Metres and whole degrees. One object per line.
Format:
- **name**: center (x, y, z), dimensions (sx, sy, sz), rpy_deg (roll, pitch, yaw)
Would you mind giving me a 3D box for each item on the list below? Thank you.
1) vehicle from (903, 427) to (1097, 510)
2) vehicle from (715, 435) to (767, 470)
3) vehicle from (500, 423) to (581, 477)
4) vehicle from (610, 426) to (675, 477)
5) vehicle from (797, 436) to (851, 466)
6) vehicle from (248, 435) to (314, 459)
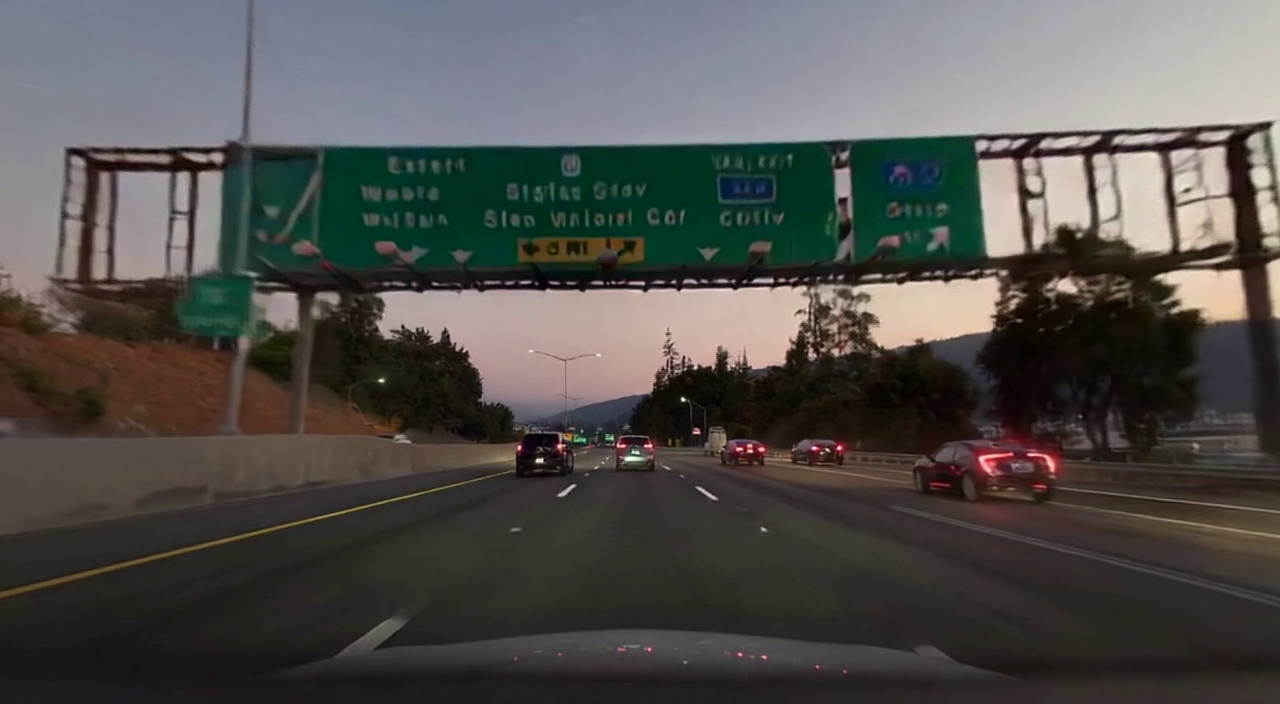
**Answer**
- **vehicle**: center (7.724, 2.527, 14.074), dimensions (1.989, 1.569, 3.964), rpy_deg (0, -9, 0)
- **vehicle**: center (5.189, 5.254, 32.913), dimensions (2.022, 1.682, 4.226), rpy_deg (0, -9, 1)
- **vehicle**: center (-3.558, 3.644, 23.534), dimensions (2.199, 1.777, 4.790), rpy_deg (0, -9, 1)
- **vehicle**: center (0.091, 3.671, 23.344), dimensions (2.181, 1.728, 3.970), rpy_deg (0, -9, 0)
- **vehicle**: center (11.491, 6.235, 39.596), dimensions (2.010, 1.765, 4.375), rpy_deg (0, -9, -1)
- **vehicle**: center (-25.531, 6.812, 44.937), dimensions (1.943, 1.603, 4.592), rpy_deg (0, -9, 1)
